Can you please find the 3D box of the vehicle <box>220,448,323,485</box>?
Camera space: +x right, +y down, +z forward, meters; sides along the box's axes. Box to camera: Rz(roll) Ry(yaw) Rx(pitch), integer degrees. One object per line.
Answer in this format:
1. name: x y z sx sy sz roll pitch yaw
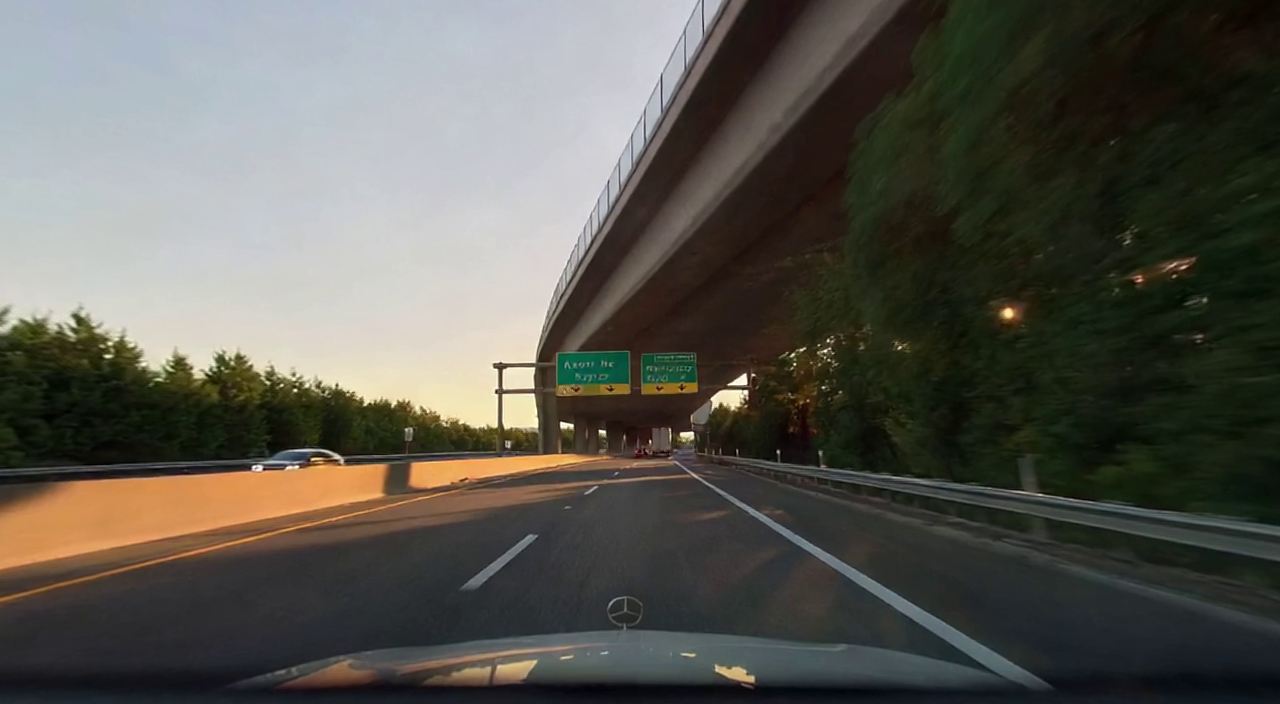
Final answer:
1. vehicle: -15.229 4.736 26.316 1.729 1.405 4.086 -1 -9 2
